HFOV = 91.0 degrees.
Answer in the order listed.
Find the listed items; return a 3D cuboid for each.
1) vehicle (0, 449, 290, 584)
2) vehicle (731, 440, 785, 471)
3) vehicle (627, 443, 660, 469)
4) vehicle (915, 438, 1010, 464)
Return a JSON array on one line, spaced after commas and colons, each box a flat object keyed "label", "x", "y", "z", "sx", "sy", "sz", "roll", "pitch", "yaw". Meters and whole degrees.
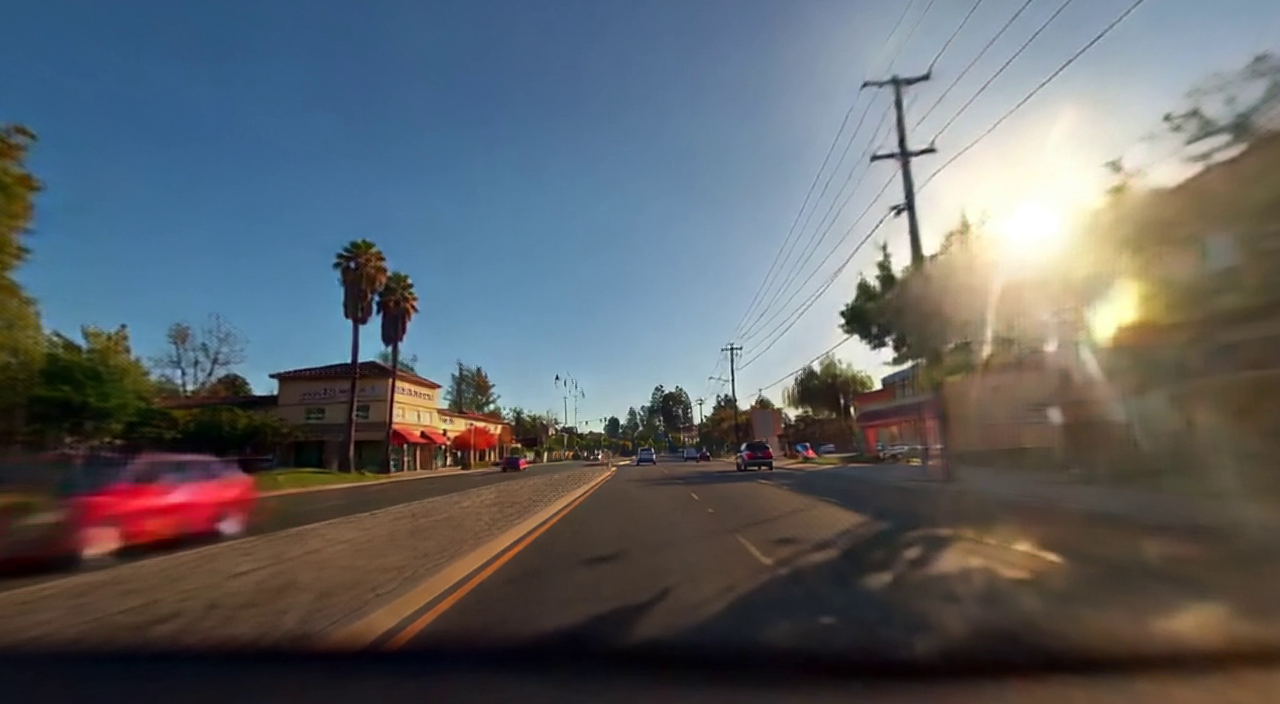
[{"label": "vehicle", "x": -7.753, "y": 2.273, "z": 9.684, "sx": 1.959, "sy": 1.535, "sz": 4.707, "roll": 0, "pitch": -9, "yaw": 1}, {"label": "vehicle", "x": 6.816, "y": 6.034, "z": 36.877, "sx": 2.252, "sy": 1.718, "sz": 4.617, "roll": 0, "pitch": -9, "yaw": 0}, {"label": "vehicle", "x": 0.262, "y": 7.103, "z": 43.112, "sx": 2.138, "sy": 1.702, "sz": 4.168, "roll": 0, "pitch": -9, "yaw": 1}, {"label": "vehicle", "x": 19.908, "y": 6.142, "z": 39.065, "sx": 4.768, "sy": 1.512, "sz": 1.986, "roll": 0, "pitch": -9, "yaw": 1}]
